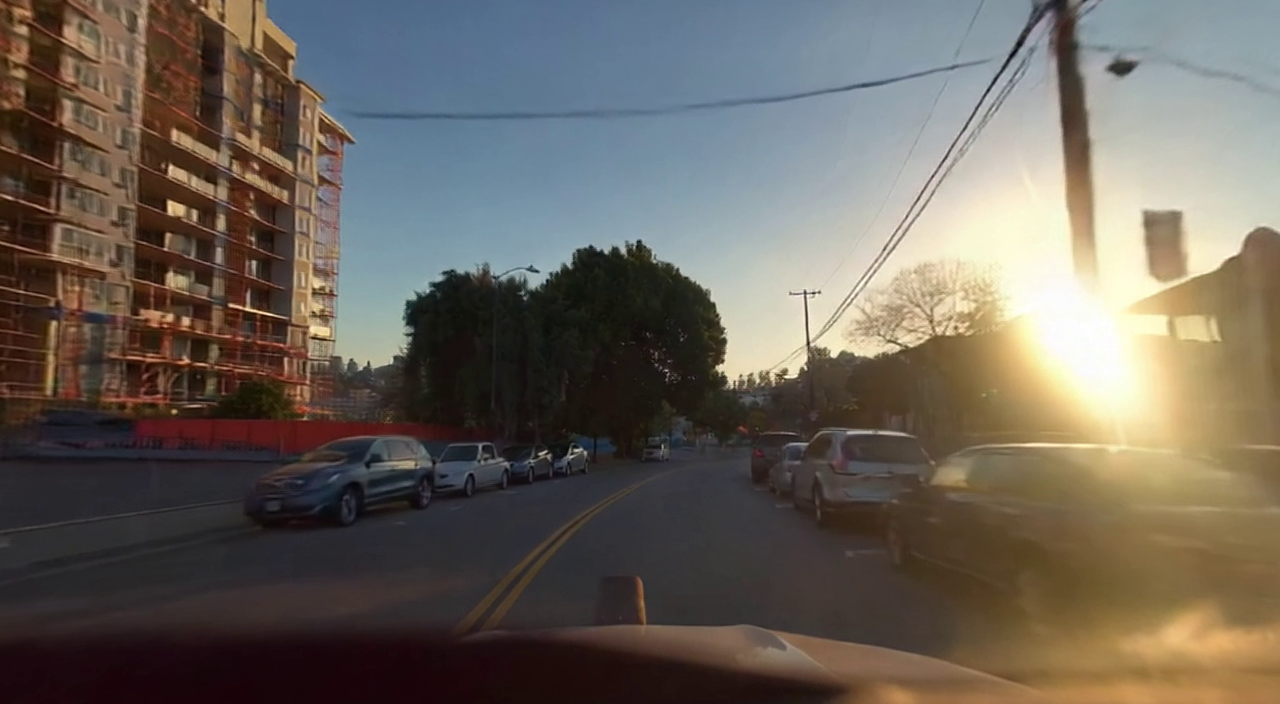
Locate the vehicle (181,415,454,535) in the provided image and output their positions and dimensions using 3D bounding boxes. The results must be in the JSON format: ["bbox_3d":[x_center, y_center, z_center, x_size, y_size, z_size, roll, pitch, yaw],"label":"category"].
[{"bbox_3d":[-5.929,2.351,12.785,2.194,1.861,5.725,-1,-8,4],"label":"vehicle"}]

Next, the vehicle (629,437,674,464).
[{"bbox_3d":[0.911,7.417,47.553,1.953,1.871,4.712,-3,-9,20],"label":"vehicle"}]

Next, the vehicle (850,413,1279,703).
[{"bbox_3d":[3.541,1.422,5.381,2.013,1.566,4.573,0,-8,1],"label":"vehicle"}]
